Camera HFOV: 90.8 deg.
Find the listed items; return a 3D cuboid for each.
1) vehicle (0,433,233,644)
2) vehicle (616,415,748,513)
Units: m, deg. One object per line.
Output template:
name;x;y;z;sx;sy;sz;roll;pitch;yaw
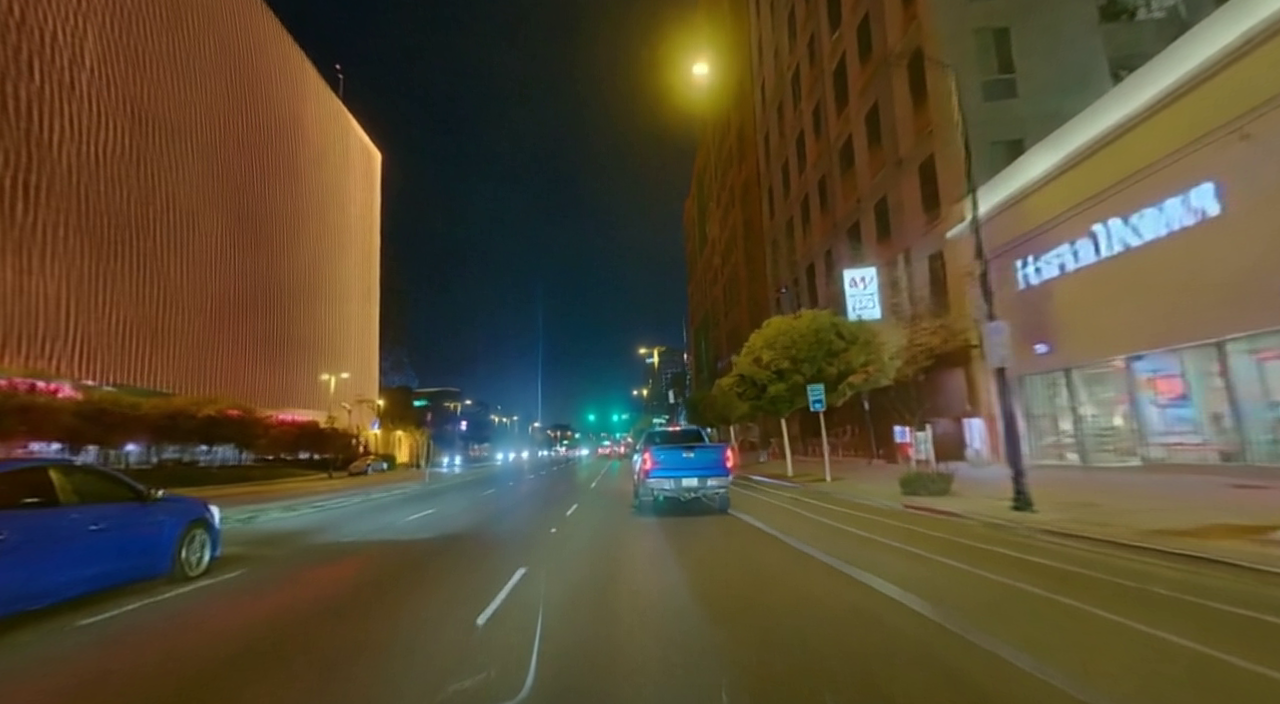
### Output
vehicle;-5.338;1.311;4.506;1.888;1.424;4.553;0;-9;-1
vehicle;0.735;2.702;15.624;2.590;1.932;5.776;0;-9;-3
